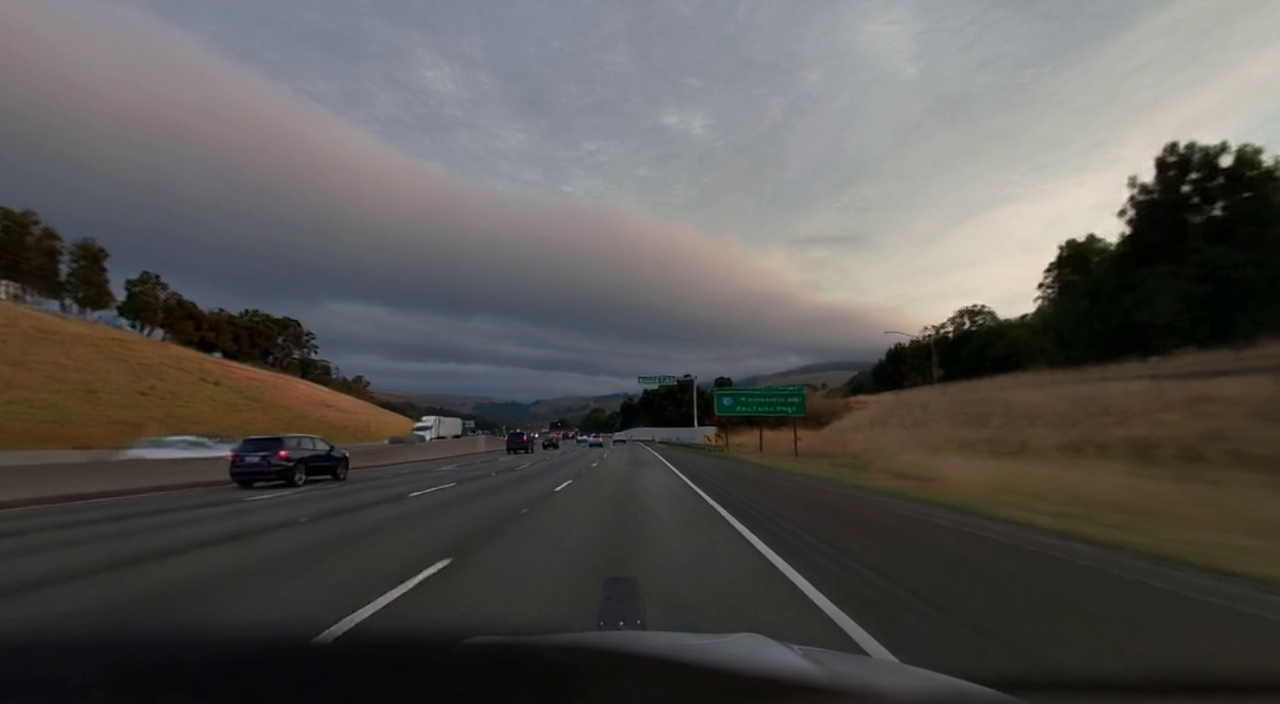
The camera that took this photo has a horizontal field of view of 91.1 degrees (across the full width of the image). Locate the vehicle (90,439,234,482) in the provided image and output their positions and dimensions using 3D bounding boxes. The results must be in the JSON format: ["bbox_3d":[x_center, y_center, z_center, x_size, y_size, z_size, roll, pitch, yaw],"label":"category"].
[{"bbox_3d":[-18.200,4.122,24.239,1.909,1.482,4.647,0,-8,0],"label":"vehicle"}]

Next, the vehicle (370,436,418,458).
[{"bbox_3d":[-18.357,7.086,46.990,1.889,1.546,4.305,0,-8,0],"label":"vehicle"}]

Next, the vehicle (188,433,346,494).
[{"bbox_3d":[-11.139,3.352,19.245,2.001,1.625,4.528,0,-8,1],"label":"vehicle"}]
